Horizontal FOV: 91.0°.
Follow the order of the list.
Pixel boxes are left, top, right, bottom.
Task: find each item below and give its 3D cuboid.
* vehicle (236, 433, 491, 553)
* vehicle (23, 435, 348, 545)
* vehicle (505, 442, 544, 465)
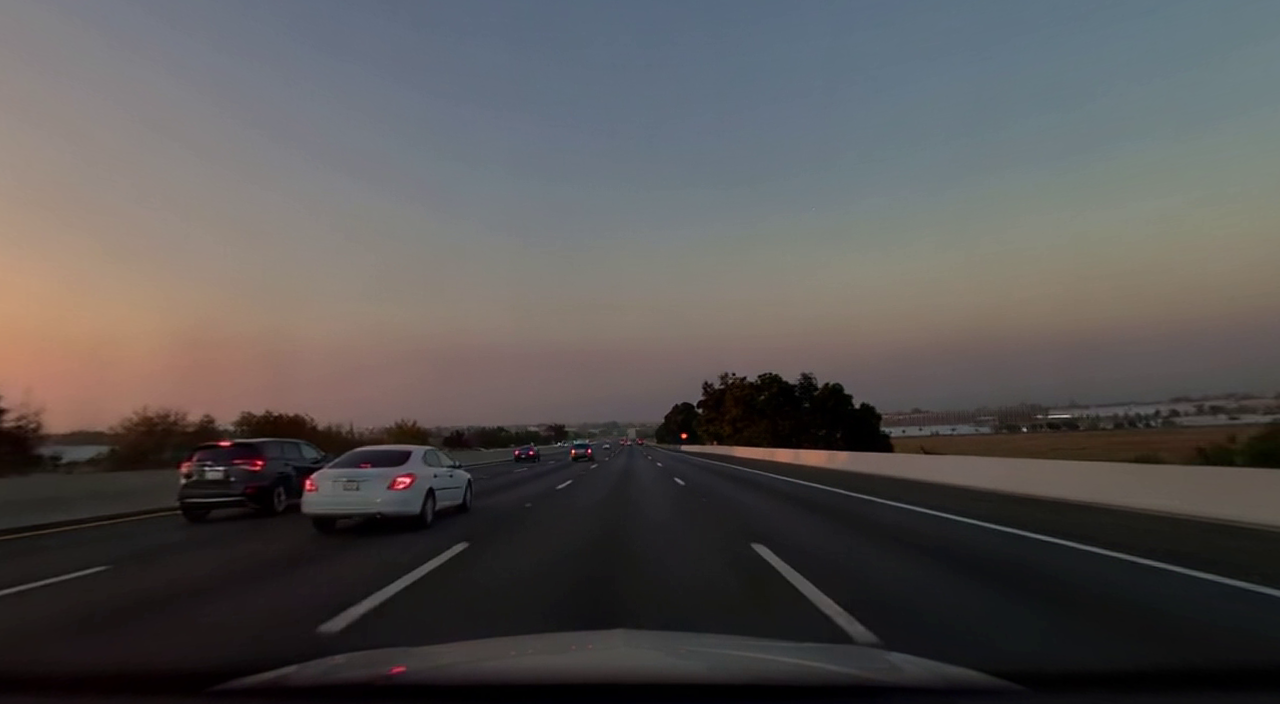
[{"bbox_3d":[-4.041,2.113,10.325,2.044,1.479,4.745,0,-8,0],"label":"vehicle"},{"bbox_3d":[-7.455,2.262,11.201,2.264,1.492,4.747,0,-8,0],"label":"vehicle"},{"bbox_3d":[-8.180,7.168,44.853,1.924,1.519,4.791,0,-8,0],"label":"vehicle"}]
